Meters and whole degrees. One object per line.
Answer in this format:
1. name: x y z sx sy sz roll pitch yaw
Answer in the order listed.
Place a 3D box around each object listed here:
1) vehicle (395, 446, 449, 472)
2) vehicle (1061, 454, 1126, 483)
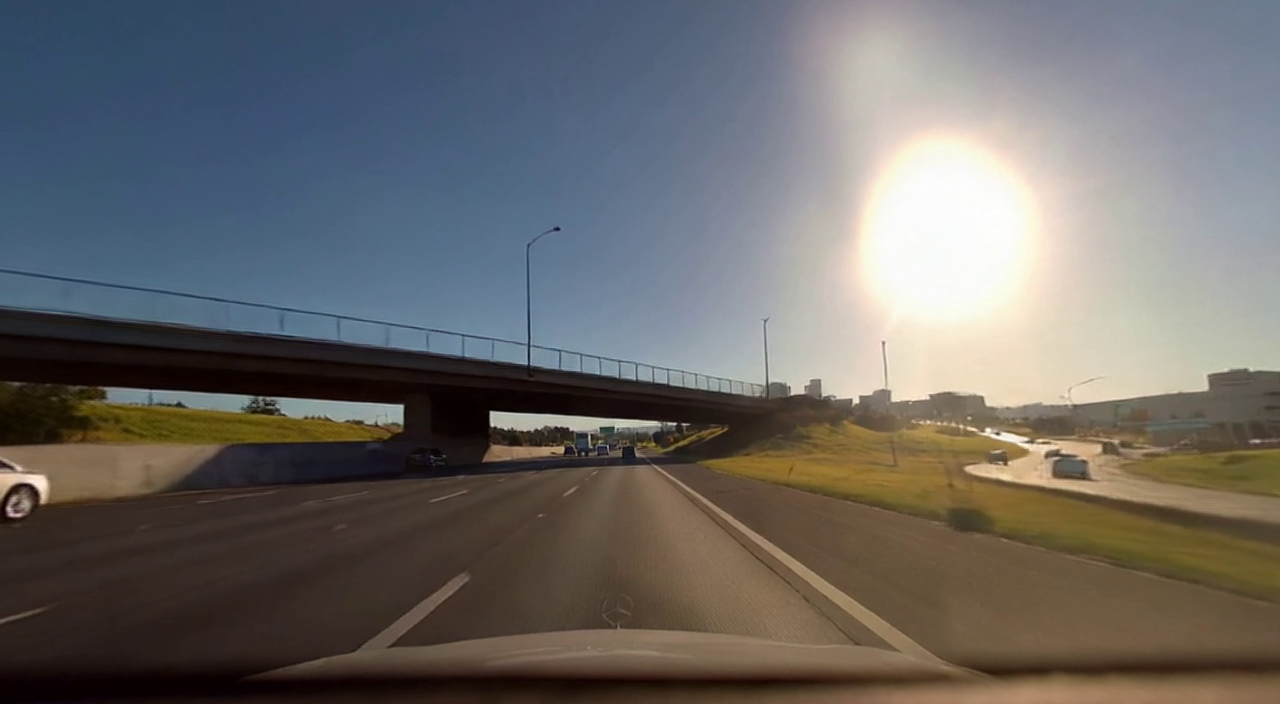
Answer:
1. vehicle: -14.579 7.154 42.559 2.057 1.619 4.443 0 -9 0
2. vehicle: 29.485 7.558 41.258 2.356 1.643 4.254 -3 -9 21
